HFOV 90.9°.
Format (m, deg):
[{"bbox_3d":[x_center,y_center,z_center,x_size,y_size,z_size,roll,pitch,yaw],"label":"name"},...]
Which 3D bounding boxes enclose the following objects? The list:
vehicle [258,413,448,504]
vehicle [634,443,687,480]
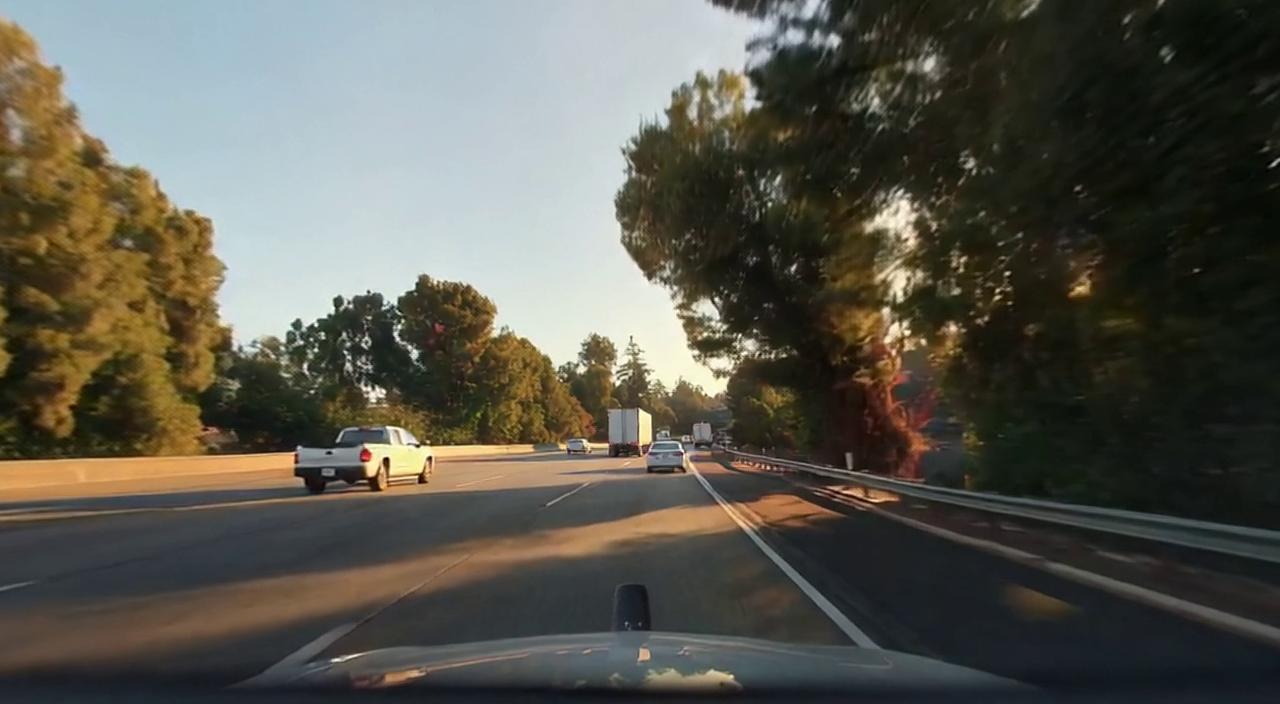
[{"bbox_3d":[-6.668,2.546,15.458,2.142,1.833,4.854,0,-8,3],"label":"vehicle"},{"bbox_3d":[0.885,4.392,25.643,1.984,1.365,3.767,0,-8,3],"label":"vehicle"}]
